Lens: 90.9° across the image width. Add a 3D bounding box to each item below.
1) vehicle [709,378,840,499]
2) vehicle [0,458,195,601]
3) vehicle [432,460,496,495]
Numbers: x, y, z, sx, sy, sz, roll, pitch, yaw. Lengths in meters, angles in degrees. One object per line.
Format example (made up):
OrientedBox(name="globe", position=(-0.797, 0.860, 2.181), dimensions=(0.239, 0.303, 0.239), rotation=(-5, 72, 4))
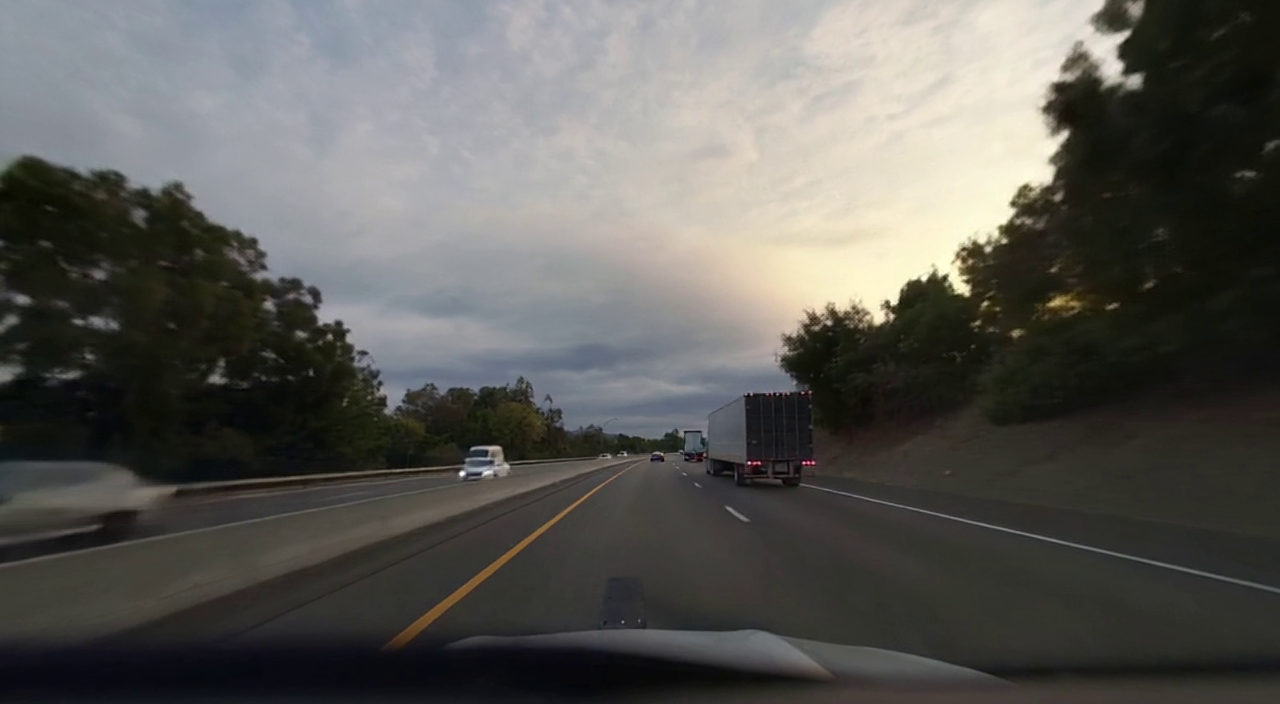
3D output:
OrientedBox(name="vehicle", position=(4.626, 3.460, 24.619), dimensions=(2.866, 3.558, 11.674), rotation=(0, -9, 2))
OrientedBox(name="vehicle", position=(-8.646, 2.320, 8.687), dimensions=(2.086, 1.633, 3.917), rotation=(0, -9, 1))
OrientedBox(name="vehicle", position=(-8.565, 6.110, 31.032), dimensions=(1.923, 1.516, 4.159), rotation=(0, -9, 1))
